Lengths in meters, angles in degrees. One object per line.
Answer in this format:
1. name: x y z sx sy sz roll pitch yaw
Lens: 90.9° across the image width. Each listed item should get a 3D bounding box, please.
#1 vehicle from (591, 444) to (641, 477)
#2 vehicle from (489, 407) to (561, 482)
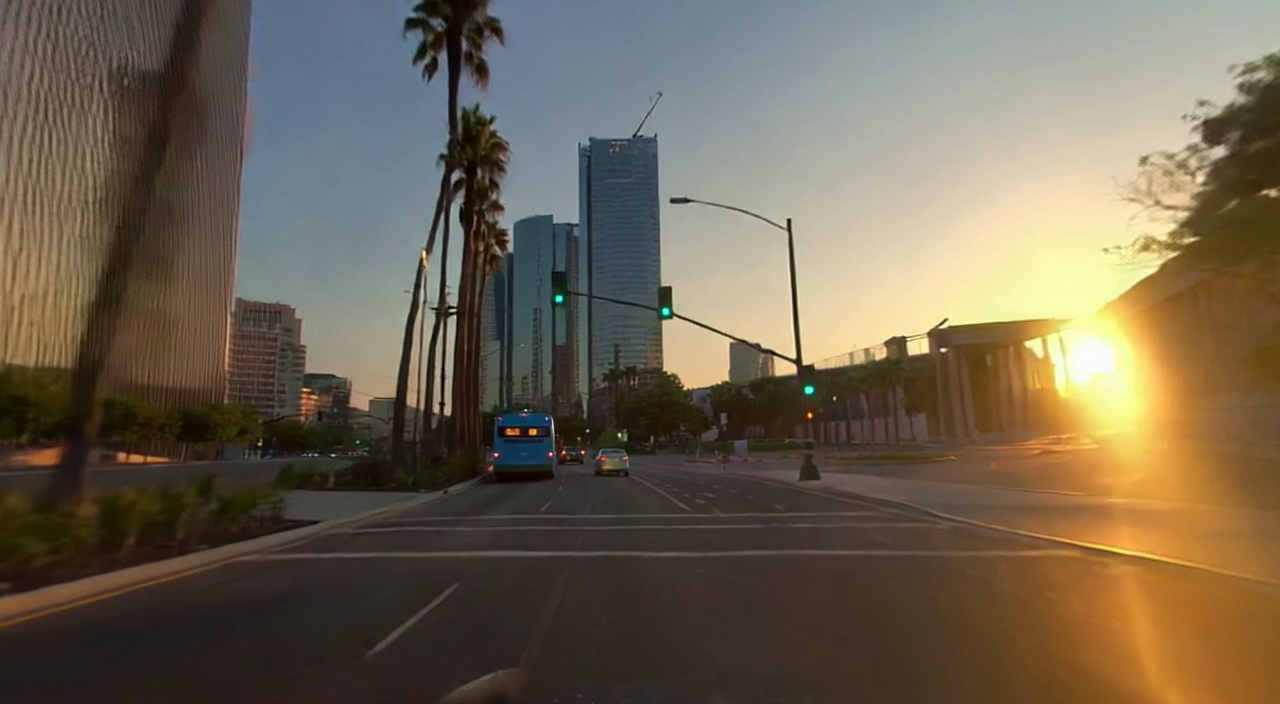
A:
1. vehicle: -1.230 5.282 30.935 2.107 1.481 4.097 1 -9 -7
2. vehicle: -5.246 4.431 30.249 2.678 3.042 8.474 1 -8 -6
